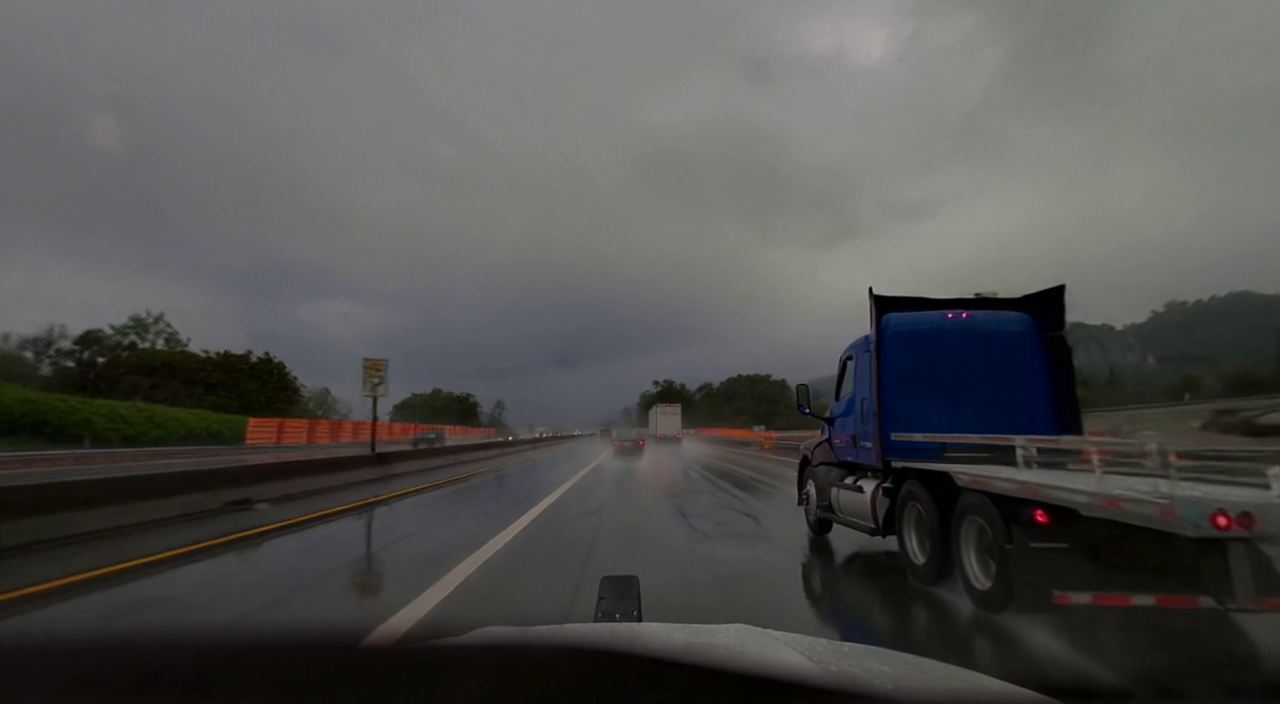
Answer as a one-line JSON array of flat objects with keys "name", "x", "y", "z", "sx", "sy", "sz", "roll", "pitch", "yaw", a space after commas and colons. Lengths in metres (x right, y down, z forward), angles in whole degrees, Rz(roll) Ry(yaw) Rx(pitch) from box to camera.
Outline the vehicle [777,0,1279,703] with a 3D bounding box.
[{"name": "vehicle", "x": 3.459, "y": -0.016, "z": 2.869, "sx": 2.919, "sy": 3.634, "sz": 10.888, "roll": 0, "pitch": -8, "yaw": -2}]

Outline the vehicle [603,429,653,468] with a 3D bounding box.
[{"name": "vehicle", "x": -0.495, "y": 3.917, "z": 25.852, "sx": 1.929, "sy": 1.469, "sz": 3.677, "roll": 0, "pitch": -8, "yaw": -1}]
